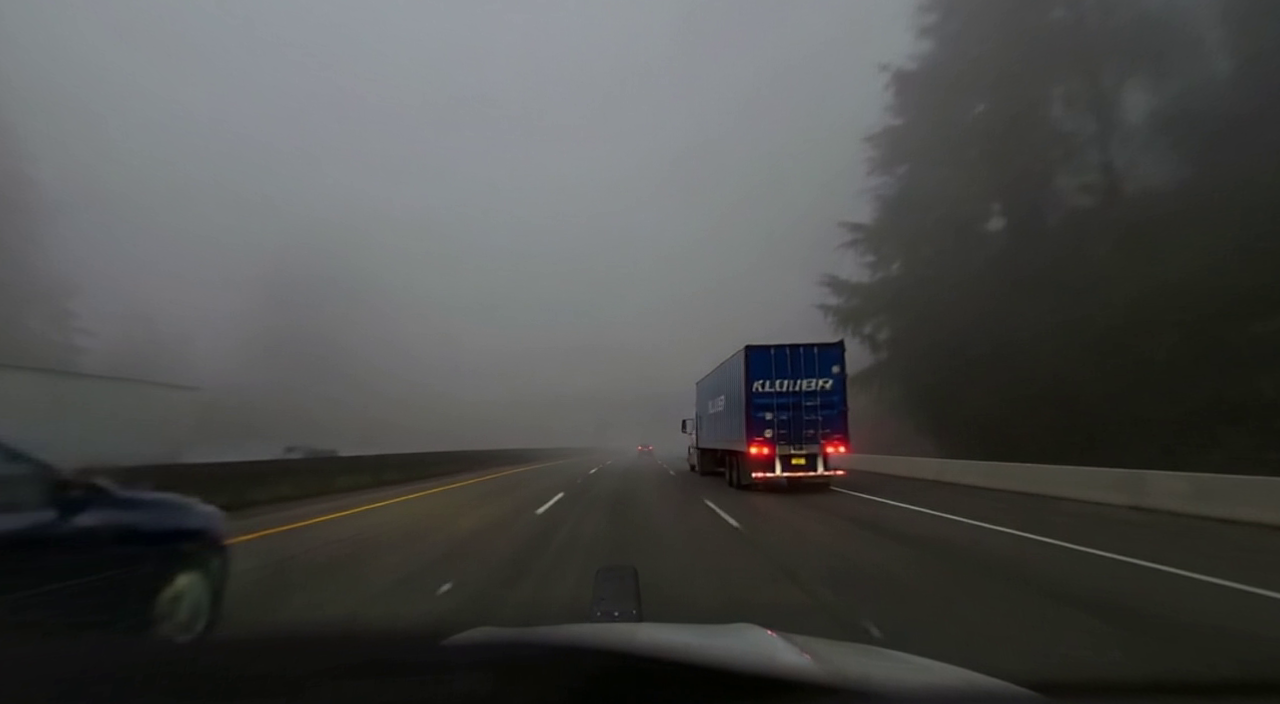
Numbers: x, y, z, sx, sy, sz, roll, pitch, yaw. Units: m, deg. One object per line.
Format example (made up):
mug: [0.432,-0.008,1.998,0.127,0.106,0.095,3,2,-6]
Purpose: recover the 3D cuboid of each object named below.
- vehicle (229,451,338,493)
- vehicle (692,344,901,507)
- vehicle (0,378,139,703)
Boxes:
vehicle: [-15.062,5.055,26.888,2.177,1.567,4.098,-1,-8,1]
vehicle: [3.891,2.393,19.628,3.306,3.531,11.717,0,-8,-1]
vehicle: [-3.307,0.637,0.421,2.276,1.551,4.484,0,-8,-1]
